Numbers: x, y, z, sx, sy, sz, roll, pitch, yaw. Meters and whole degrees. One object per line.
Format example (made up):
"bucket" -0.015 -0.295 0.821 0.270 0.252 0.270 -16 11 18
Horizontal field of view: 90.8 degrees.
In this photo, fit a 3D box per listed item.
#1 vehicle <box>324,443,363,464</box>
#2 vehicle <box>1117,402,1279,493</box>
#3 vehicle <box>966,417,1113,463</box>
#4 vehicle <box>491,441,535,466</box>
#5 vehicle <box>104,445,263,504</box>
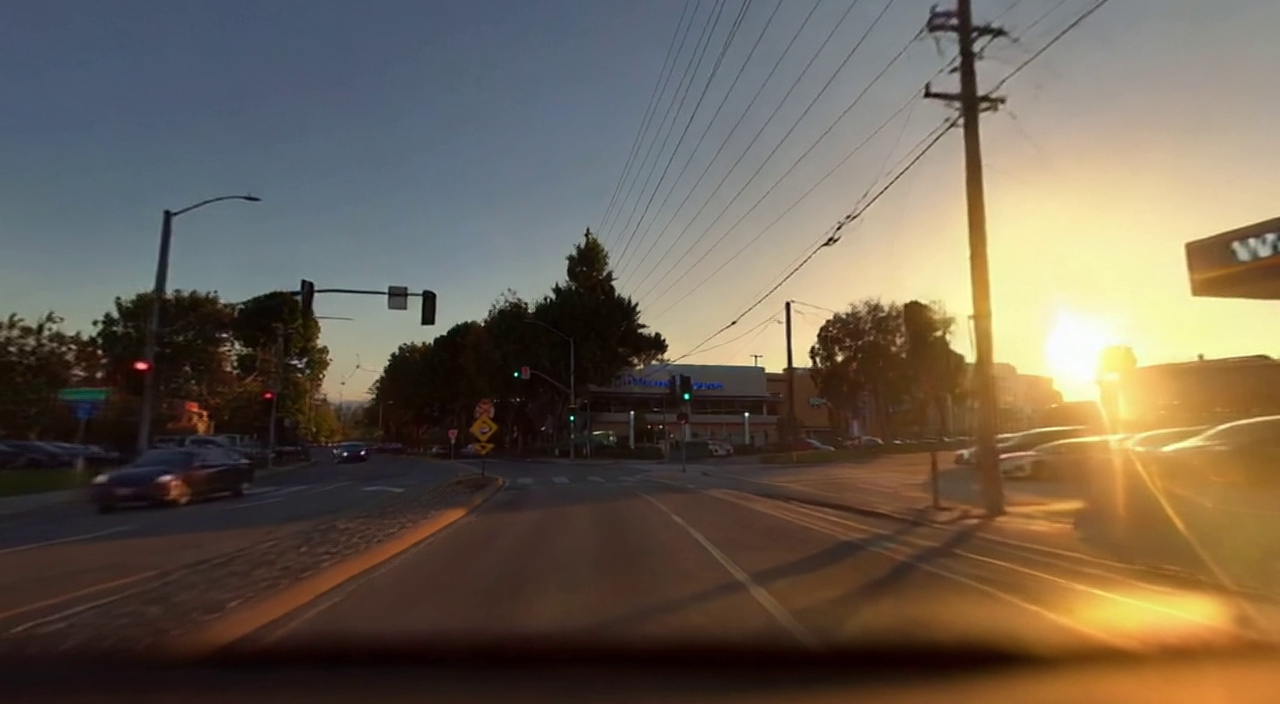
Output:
"vehicle" -22.322 7.580 47.461 2.207 1.503 4.561 4 -9 -29
"vehicle" 13.687 2.098 13.884 4.444 1.815 2.239 -1 -9 3
"vehicle" 14.991 3.345 23.913 4.141 1.648 2.036 0 -8 2
"vehicle" -8.227 6.505 40.738 2.094 1.500 3.682 3 -9 -21
"vehicle" -12.924 3.426 18.293 1.863 1.439 4.351 1 -8 -9
